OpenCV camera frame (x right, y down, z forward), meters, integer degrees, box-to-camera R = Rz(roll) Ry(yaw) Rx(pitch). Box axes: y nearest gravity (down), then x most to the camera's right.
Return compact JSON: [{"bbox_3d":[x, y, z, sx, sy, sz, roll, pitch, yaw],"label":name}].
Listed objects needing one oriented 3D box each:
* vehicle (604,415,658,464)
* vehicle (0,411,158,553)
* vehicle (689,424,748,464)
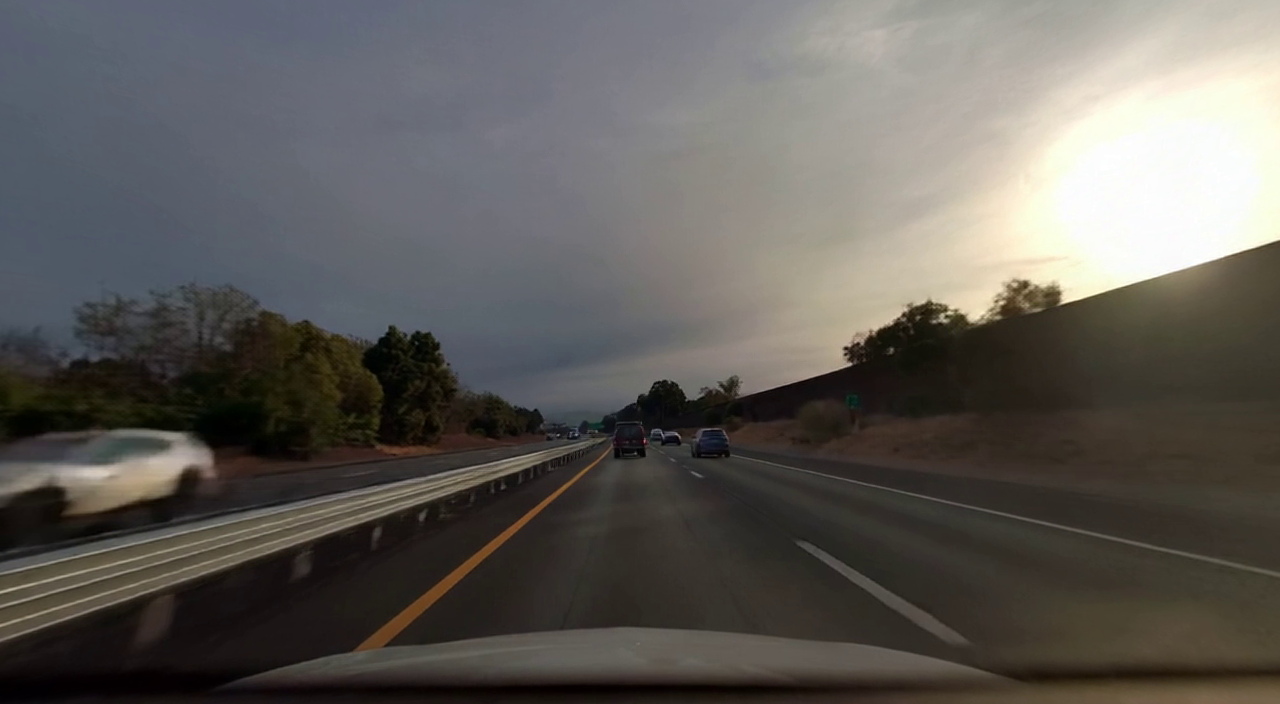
[{"bbox_3d":[-0.462,4.026,29.000,2.270,2.044,4.633,0,-8,-2],"label":"vehicle"},{"bbox_3d":[-8.800,1.707,8.372,1.811,1.736,3.792,-1,-8,-1],"label":"vehicle"},{"bbox_3d":[3.388,4.072,28.024,1.981,1.606,3.956,0,-8,-2],"label":"vehicle"}]
